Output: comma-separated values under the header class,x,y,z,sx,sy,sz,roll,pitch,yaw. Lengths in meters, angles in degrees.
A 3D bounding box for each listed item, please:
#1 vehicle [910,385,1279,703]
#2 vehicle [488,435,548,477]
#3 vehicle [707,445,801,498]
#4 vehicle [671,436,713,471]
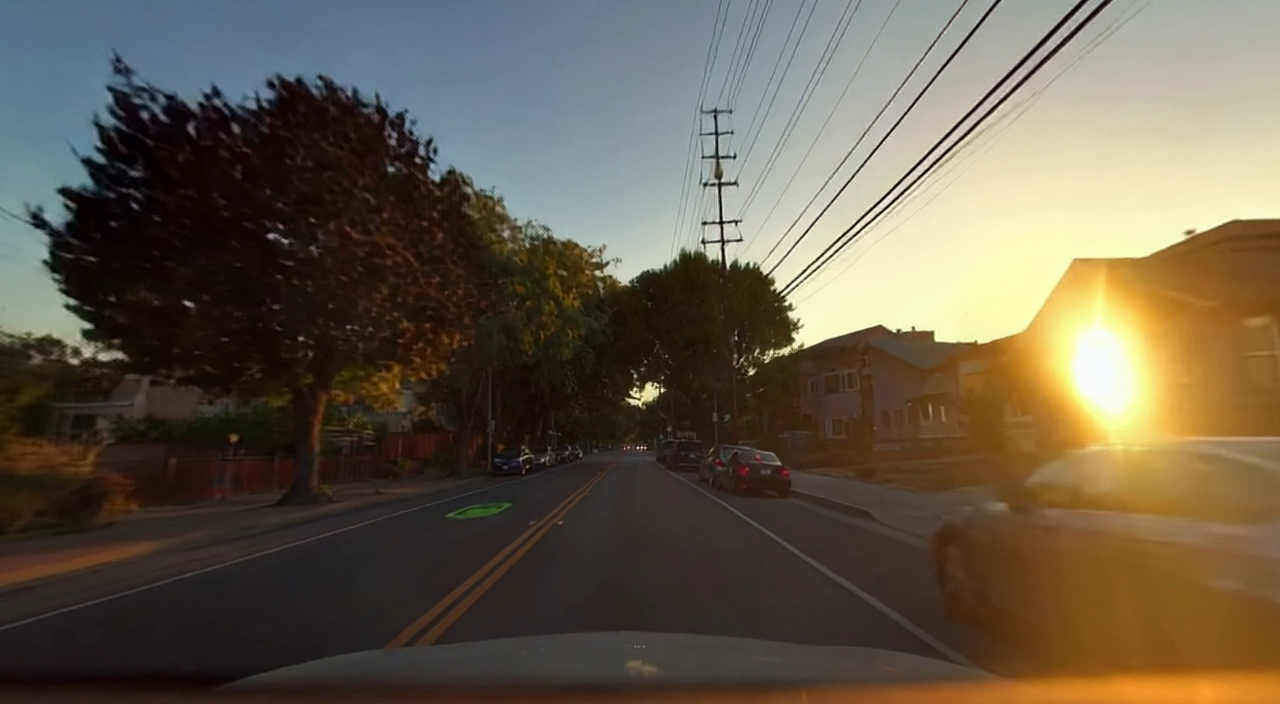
class,x,y,z,sx,sy,sz,roll,pitch,yaw
vehicle,3.455,0.999,3.065,2.024,1.554,4.867,0,-8,-1
vehicle,-6.821,5.829,35.951,2.451,2.099,5.112,-1,-7,0
vehicle,3.298,3.546,19.215,1.967,1.382,4.361,0,-8,-1
vehicle,3.093,6.187,38.622,2.065,1.953,5.359,0,-8,-1
